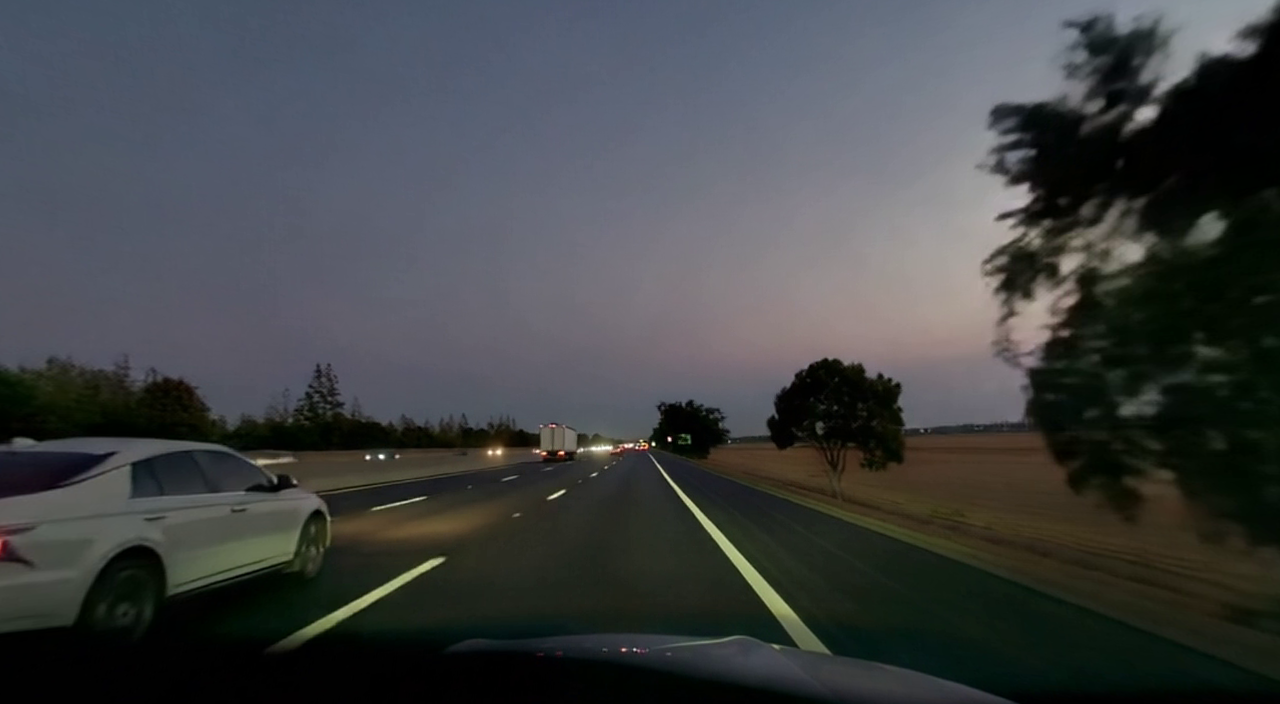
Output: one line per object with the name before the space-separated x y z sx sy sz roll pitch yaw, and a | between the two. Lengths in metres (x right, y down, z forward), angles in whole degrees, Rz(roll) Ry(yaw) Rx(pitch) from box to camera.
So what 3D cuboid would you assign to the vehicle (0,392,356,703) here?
vehicle | -3.875 1.120 3.807 2.028 1.553 4.820 0 -9 0
